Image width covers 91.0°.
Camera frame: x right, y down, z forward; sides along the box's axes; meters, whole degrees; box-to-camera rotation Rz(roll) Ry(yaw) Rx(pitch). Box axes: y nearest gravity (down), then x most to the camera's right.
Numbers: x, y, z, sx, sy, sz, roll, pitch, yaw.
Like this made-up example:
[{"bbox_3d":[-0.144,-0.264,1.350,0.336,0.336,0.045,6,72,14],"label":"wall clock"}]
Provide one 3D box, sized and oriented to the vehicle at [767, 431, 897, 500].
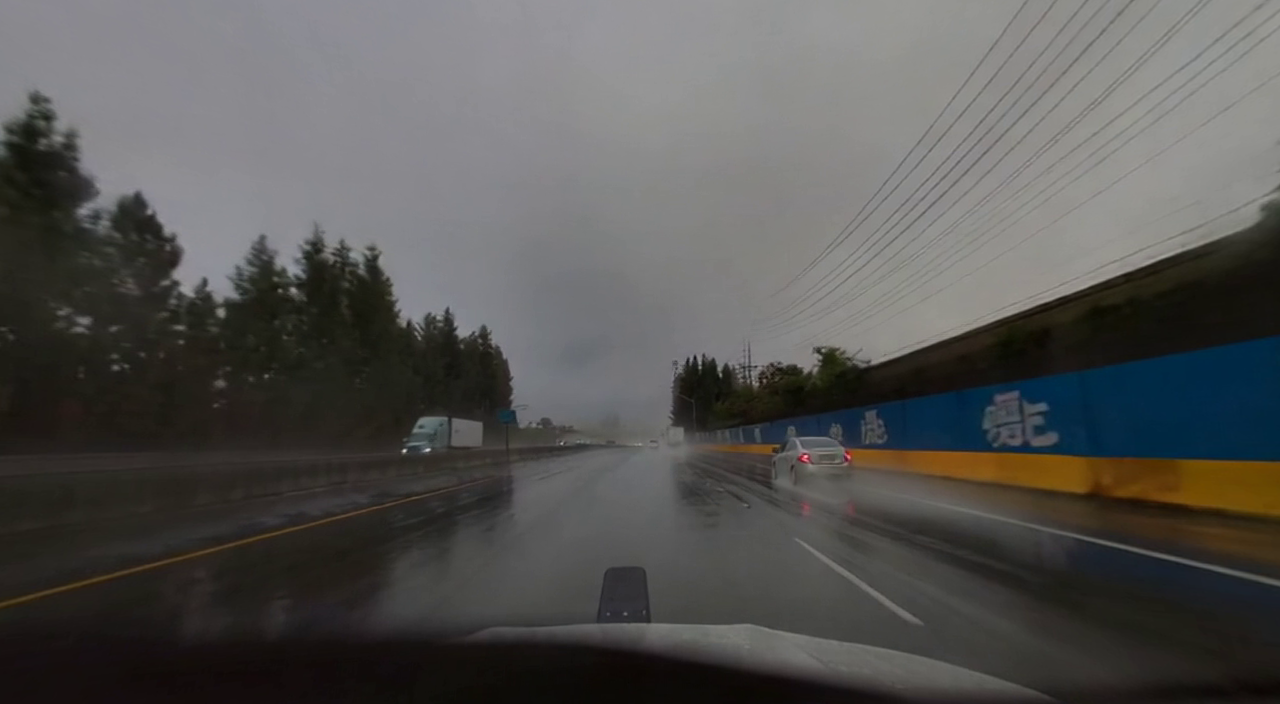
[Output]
[{"bbox_3d":[4.651,2.792,15.913,1.991,1.494,3.951,0,-8,0],"label":"vehicle"}]
